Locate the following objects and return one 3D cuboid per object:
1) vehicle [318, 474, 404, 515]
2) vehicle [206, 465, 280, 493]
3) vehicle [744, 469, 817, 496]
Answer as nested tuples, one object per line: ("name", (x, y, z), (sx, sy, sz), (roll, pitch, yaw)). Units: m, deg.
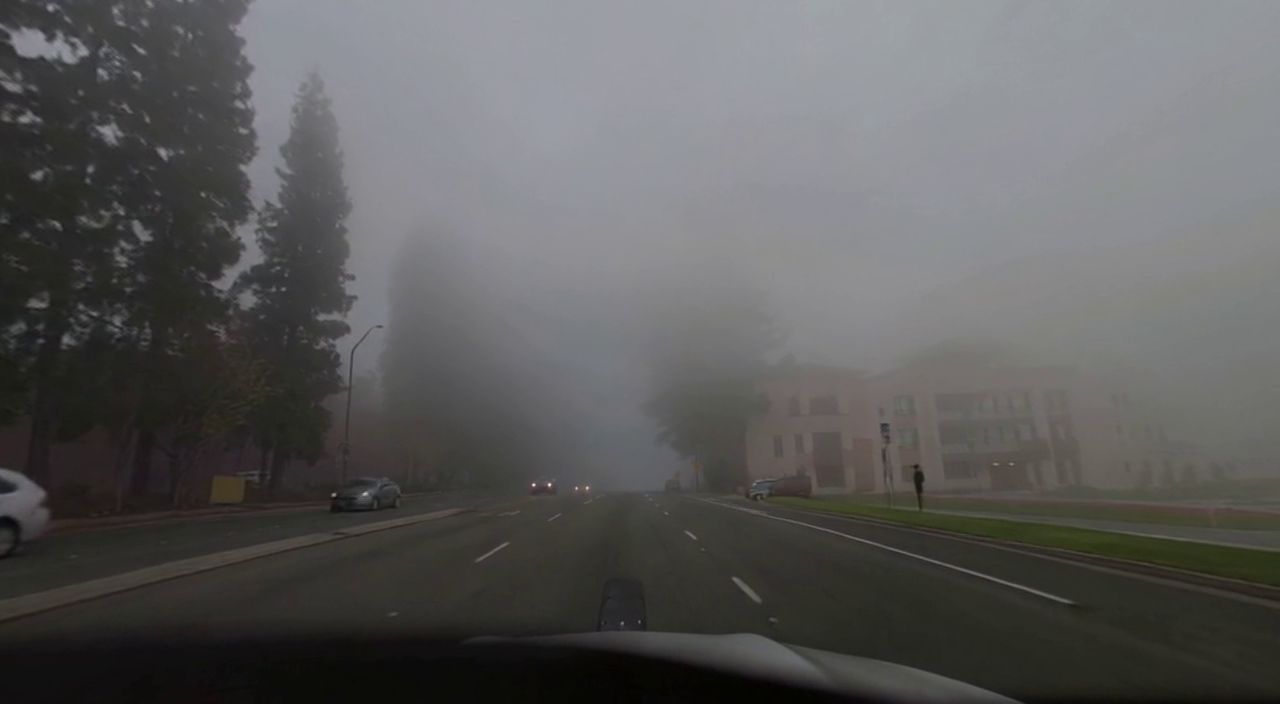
("vehicle", (-12.544, 6.406, 28.560), (1.941, 1.511, 4.348), (0, -9, 0))
("vehicle", (-28.359, 9.123, 44.911), (3.770, 1.737, 2.102), (-1, -15, -3))
("vehicle", (10.321, 9.622, 46.526), (4.903, 1.831, 2.098), (0, -9, 1))
